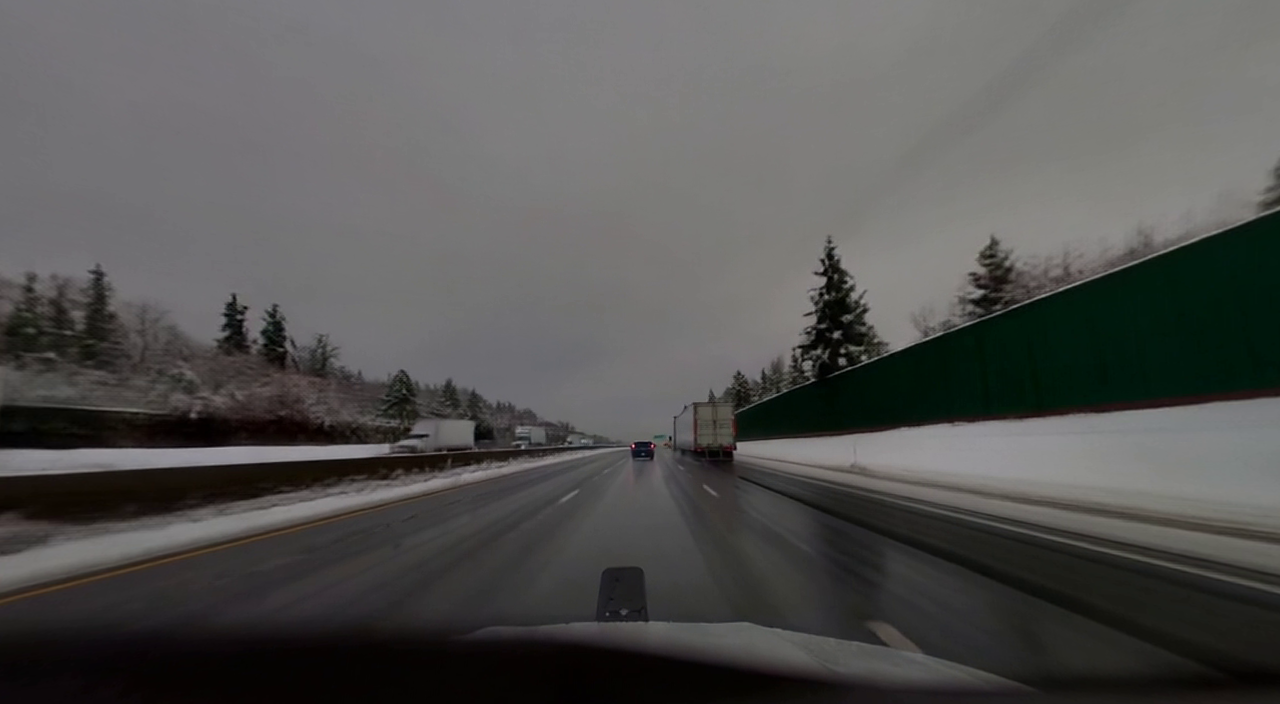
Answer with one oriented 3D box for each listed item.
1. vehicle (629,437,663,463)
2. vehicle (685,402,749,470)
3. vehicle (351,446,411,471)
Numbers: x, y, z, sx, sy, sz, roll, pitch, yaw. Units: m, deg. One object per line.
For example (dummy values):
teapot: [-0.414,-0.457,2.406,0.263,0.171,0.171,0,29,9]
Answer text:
vehicle: [0.440,7.128,45.876,2.389,1.760,4.473,0,-8,1]
vehicle: [4.154,4.788,35.739,2.742,3.383,8.285,0,-8,1]
vehicle: [-16.131,6.606,39.445,1.884,1.447,4.129,0,-8,1]
